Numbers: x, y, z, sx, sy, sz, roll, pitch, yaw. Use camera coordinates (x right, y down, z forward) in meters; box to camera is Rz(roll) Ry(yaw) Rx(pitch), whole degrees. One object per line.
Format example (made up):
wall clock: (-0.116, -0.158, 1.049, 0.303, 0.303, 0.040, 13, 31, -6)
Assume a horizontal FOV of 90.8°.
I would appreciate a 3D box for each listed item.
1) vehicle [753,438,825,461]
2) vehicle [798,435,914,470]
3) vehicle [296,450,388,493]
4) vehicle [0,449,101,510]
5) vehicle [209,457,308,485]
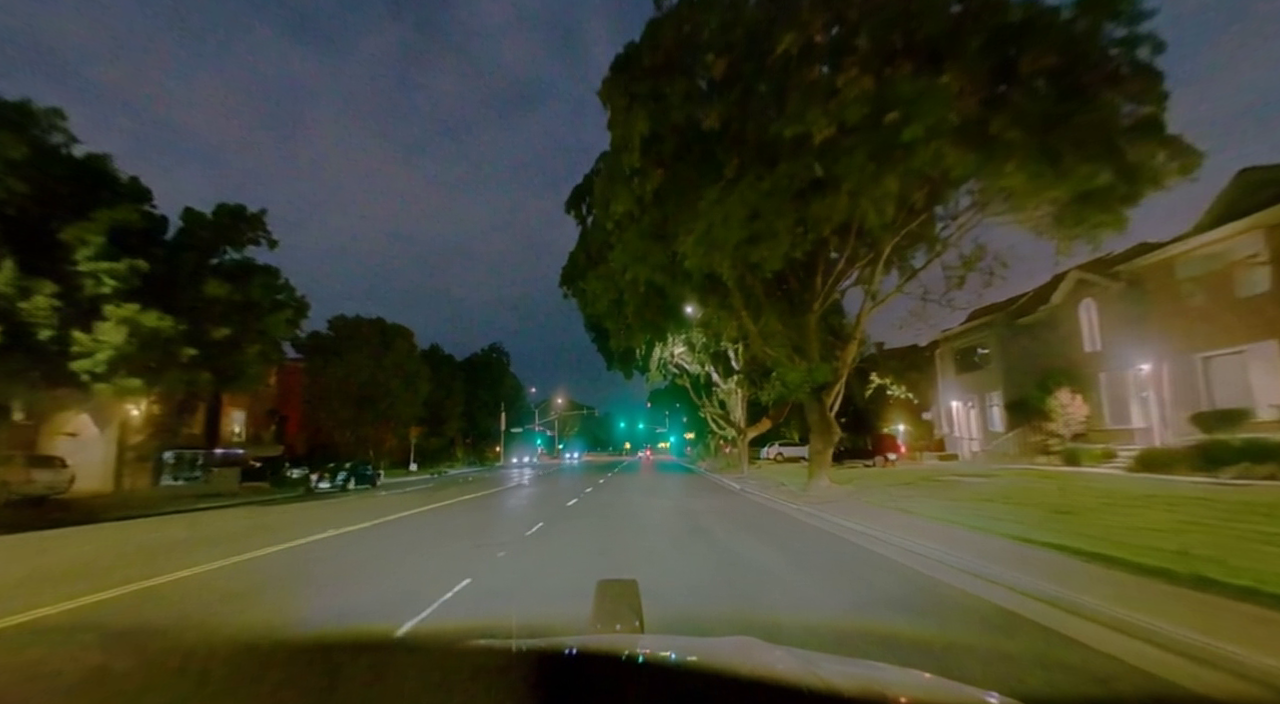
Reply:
vehicle: (10.679, 7.014, 45.429, 4.675, 1.520, 1.925, 0, -9, 0)
vehicle: (9.991, 4.670, 29.494, 4.660, 1.513, 2.067, 0, -9, -1)
vehicle: (-14.410, 5.755, 30.957, 2.008, 1.908, 5.305, 0, -9, -1)
vehicle: (-21.159, 4.181, 20.929, 4.756, 1.869, 2.042, -1, -9, 3)
vehicle: (-21.135, 6.604, 35.086, 4.284, 1.431, 1.811, 0, -9, 0)
